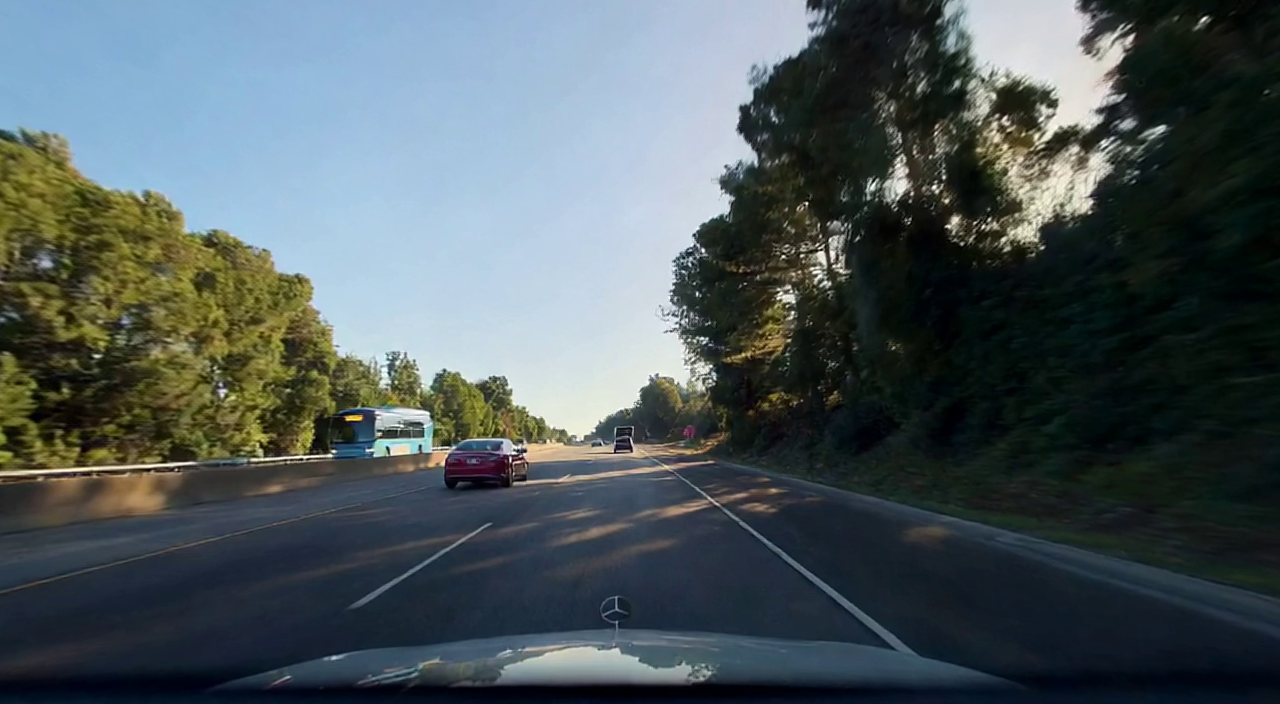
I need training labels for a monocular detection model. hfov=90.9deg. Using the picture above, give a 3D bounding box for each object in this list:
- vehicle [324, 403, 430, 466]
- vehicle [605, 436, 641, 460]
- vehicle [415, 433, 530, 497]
[{"bbox_3d":[-17.542,5.648,43.100,3.018,3.781,10.320,0,-8,-2],"label":"vehicle"},{"bbox_3d":[-1.068,6.136,40.448,2.162,1.460,4.242,0,-8,-1],"label":"vehicle"},{"bbox_3d":[-4.192,2.874,16.514,1.907,1.445,4.049,0,-8,0],"label":"vehicle"}]
